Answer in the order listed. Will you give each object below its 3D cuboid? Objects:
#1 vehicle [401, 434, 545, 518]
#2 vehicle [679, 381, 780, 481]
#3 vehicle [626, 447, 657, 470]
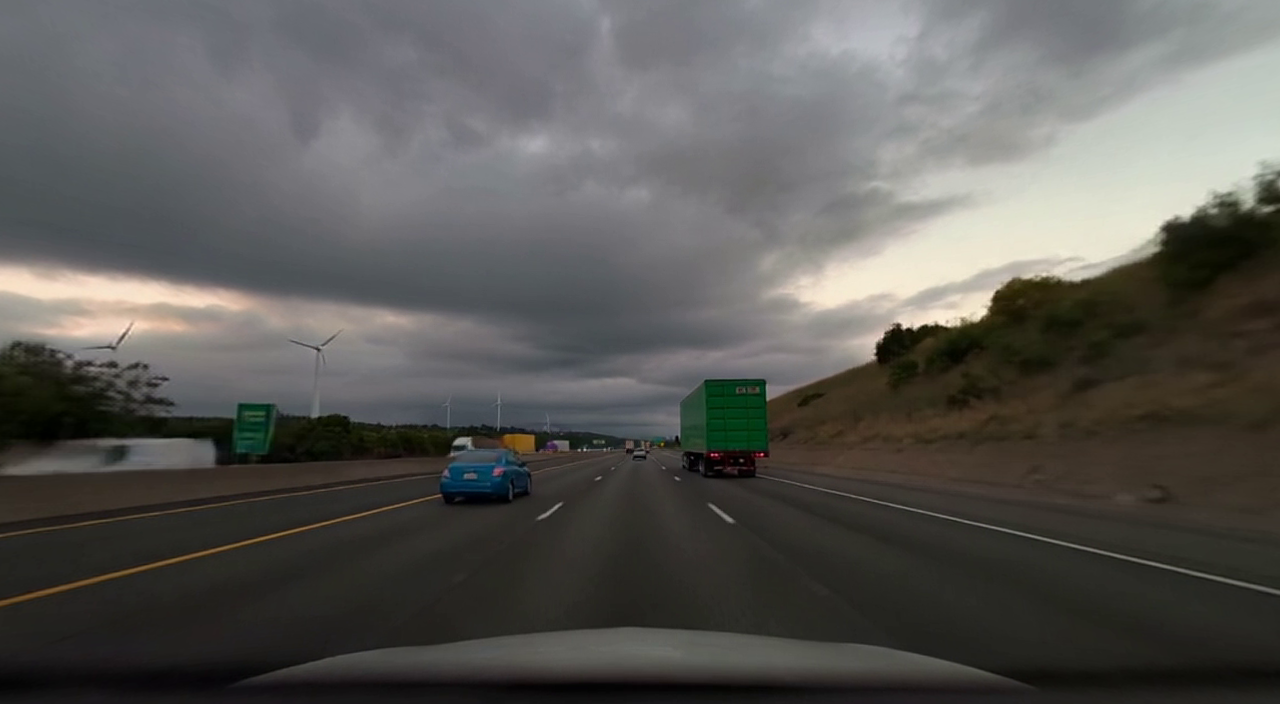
[{"bbox_3d":[-3.371,2.589,13.631,1.952,1.521,4.095,0,-9,0],"label":"vehicle"},{"bbox_3d":[3.999,4.198,32.179,2.947,3.989,13.568,0,-9,-1],"label":"vehicle"},{"bbox_3d":[0.074,7.037,41.829,1.931,1.453,3.695,0,-9,-1],"label":"vehicle"}]
